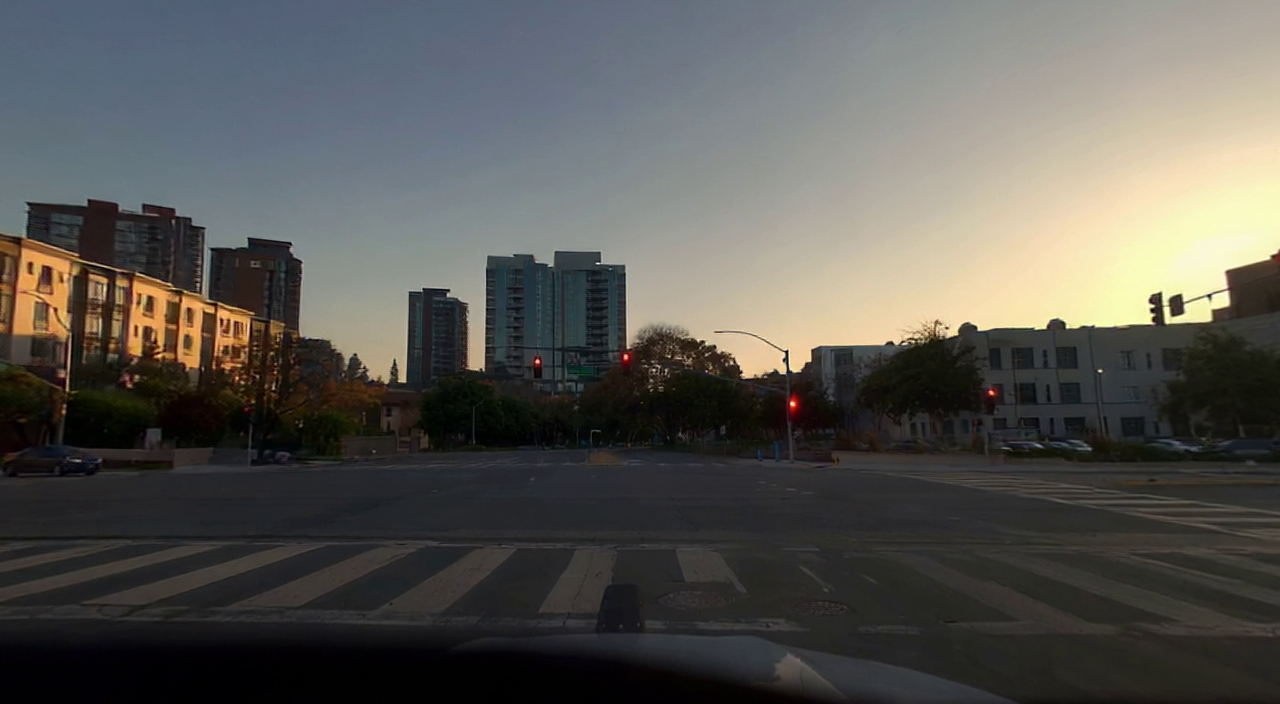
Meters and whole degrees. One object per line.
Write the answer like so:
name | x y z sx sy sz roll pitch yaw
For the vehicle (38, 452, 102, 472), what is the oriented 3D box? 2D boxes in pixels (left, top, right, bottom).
vehicle | -41.593 8.016 46.165 1.552 1.339 3.340 -2 -9 -1

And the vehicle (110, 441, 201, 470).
vehicle | -34.915 7.433 45.743 2.204 1.955 5.518 0 -8 0

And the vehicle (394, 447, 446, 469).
vehicle | -15.525 7.449 44.809 2.056 1.450 4.343 0 -8 0

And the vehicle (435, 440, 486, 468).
vehicle | -11.960 6.801 42.316 2.080 1.763 4.341 0 -8 0

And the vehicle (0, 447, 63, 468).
vehicle | -45.247 7.768 46.594 1.858 1.467 3.624 0 -8 1
